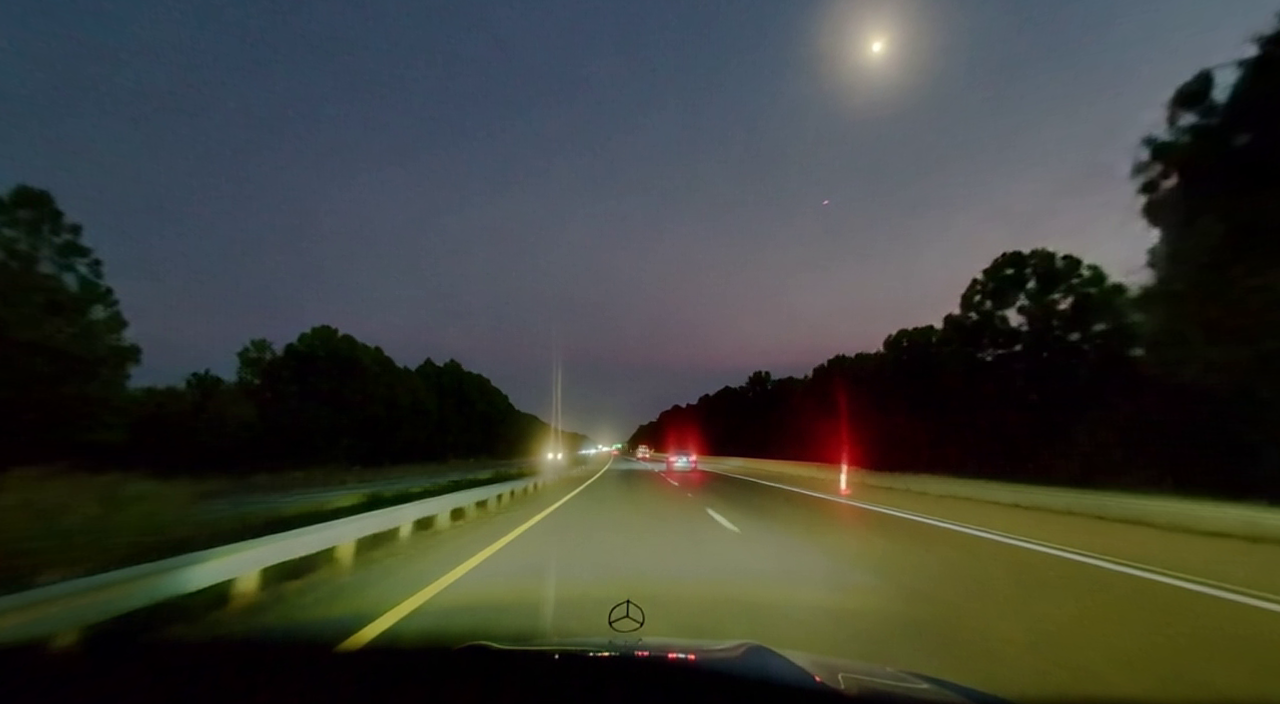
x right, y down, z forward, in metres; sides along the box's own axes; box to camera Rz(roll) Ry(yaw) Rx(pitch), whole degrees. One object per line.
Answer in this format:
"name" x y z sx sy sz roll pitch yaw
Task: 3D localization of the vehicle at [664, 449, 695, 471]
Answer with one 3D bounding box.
"vehicle" 2.831 7.868 45.974 1.870 1.486 3.858 0 -9 -2
